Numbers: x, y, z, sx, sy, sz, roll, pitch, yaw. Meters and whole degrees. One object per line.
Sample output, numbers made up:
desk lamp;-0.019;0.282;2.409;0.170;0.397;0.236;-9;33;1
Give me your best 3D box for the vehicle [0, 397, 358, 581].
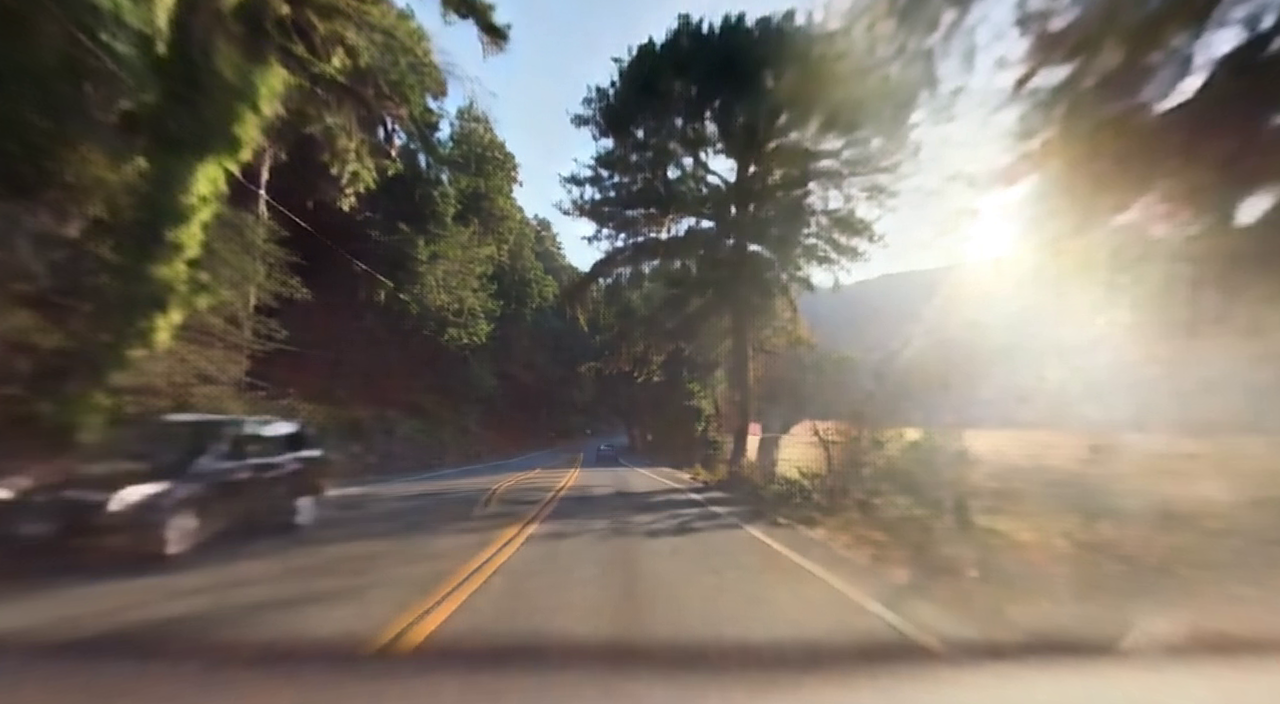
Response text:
vehicle;-5.855;1.655;8.339;2.318;1.754;4.328;0;-9;-1
